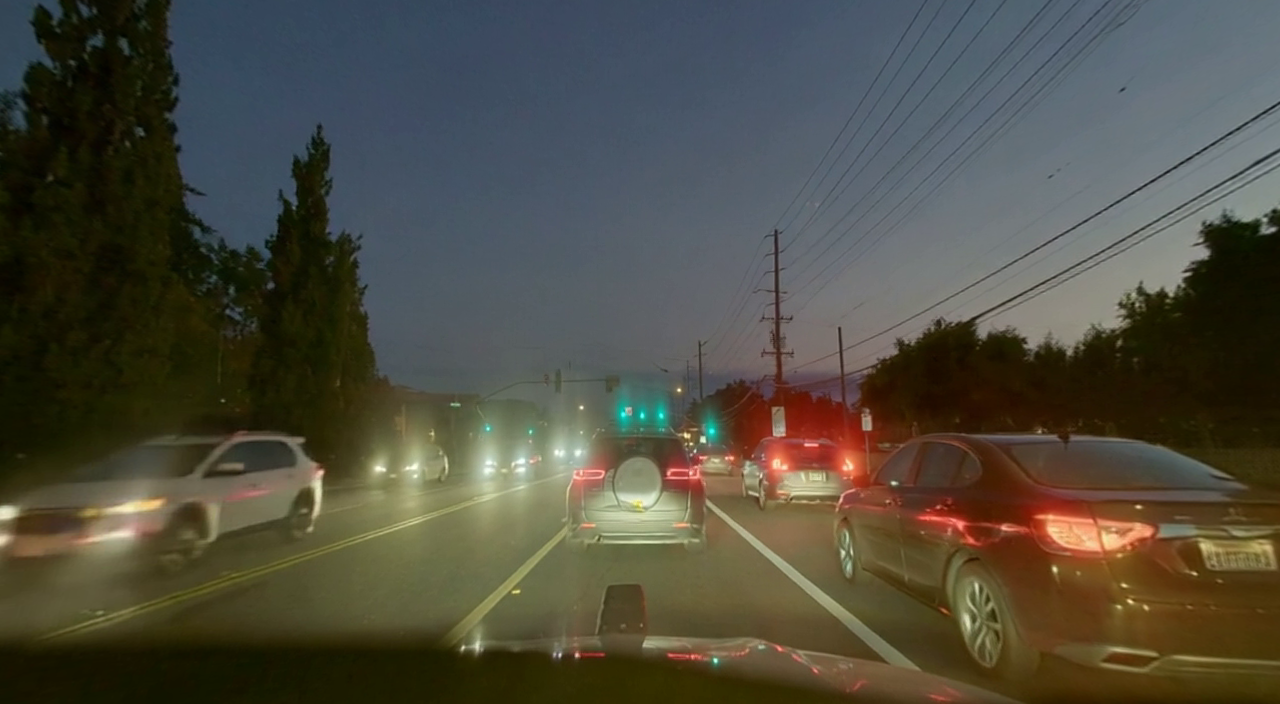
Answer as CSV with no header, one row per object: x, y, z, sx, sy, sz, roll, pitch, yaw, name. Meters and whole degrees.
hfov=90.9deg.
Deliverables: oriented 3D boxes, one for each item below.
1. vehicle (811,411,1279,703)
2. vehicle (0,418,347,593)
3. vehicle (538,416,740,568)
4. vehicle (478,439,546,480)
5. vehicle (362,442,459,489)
2.881,1.313,4.832,1.950,1.487,4.275,0,-8,0,vehicle
-6.185,1.882,8.675,2.068,1.739,4.572,0,-8,0,vehicle
0.002,1.845,9.042,2.200,1.653,4.127,0,-8,0,vehicle
-6.251,5.319,31.485,2.328,1.861,4.891,0,-8,1,vehicle
-9.763,4.846,27.366,2.230,1.831,4.941,0,-8,2,vehicle
